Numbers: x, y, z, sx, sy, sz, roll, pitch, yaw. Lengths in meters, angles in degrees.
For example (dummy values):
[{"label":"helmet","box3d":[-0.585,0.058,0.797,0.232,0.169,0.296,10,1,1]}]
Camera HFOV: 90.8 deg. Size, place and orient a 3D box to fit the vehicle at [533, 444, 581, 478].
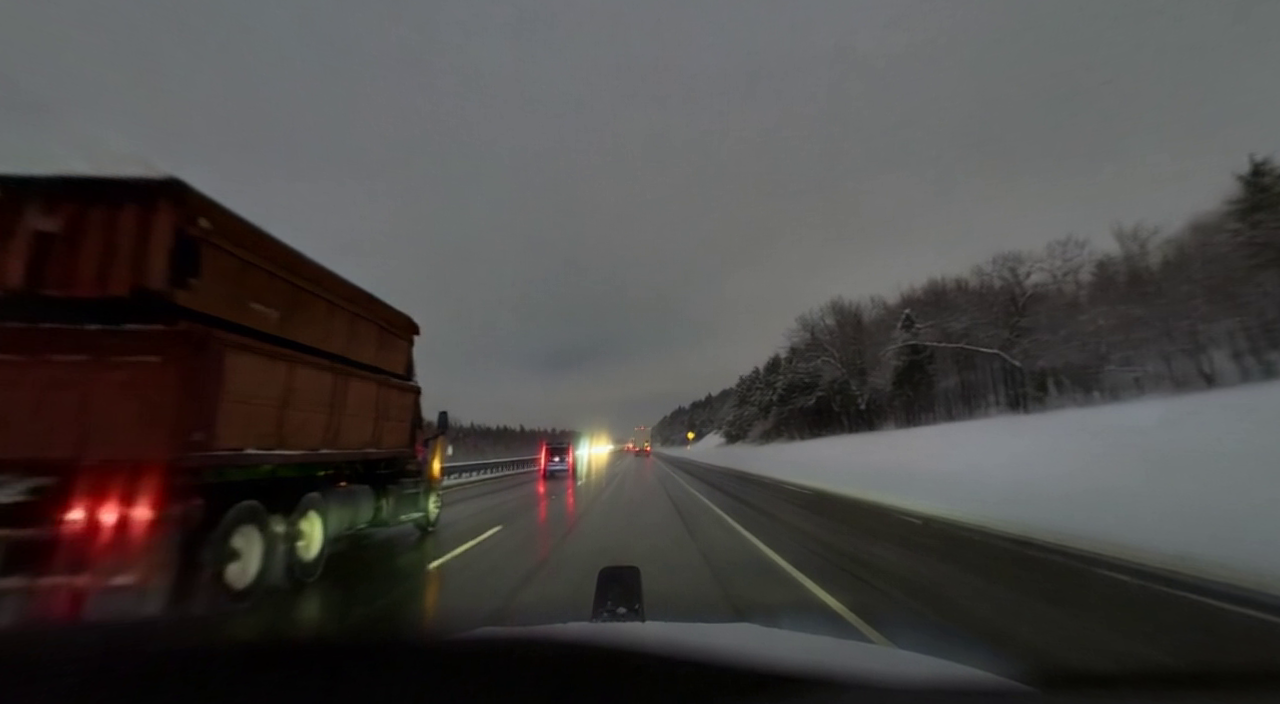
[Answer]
[{"label":"vehicle","box3d":[-4.077,5.399,31.526,1.880,1.569,3.714,0,-9,-1]}]
